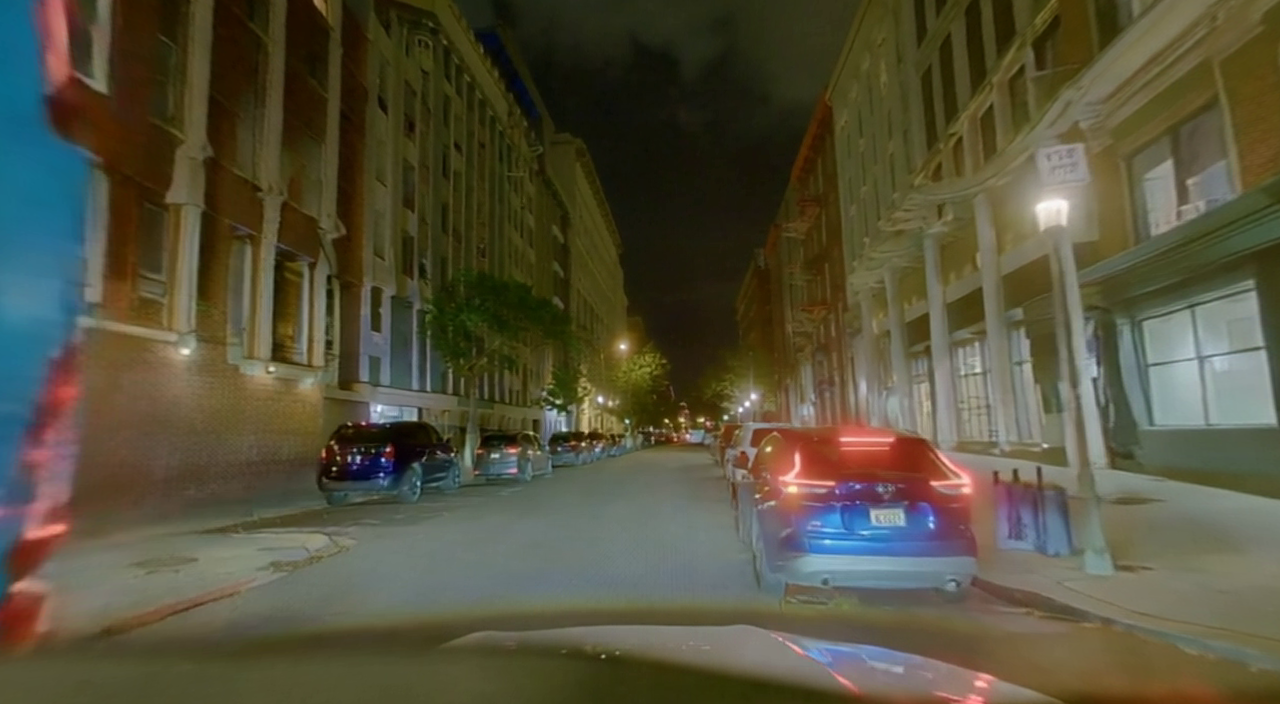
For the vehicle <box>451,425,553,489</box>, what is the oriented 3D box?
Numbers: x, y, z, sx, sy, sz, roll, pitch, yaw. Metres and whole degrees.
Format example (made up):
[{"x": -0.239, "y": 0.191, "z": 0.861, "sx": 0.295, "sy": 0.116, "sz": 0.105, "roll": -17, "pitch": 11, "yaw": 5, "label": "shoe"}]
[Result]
[{"x": -3.977, "y": 3.049, "z": 18.909, "sx": 1.867, "sy": 1.519, "sz": 3.920, "roll": 1, "pitch": -4, "yaw": 5, "label": "vehicle"}]

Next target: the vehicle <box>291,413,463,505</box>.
[{"x": -4.973, "y": 2.072, "z": 12.400, "sx": 1.875, "sy": 1.564, "sz": 2.982, "roll": -1, "pitch": -9, "yaw": 5, "label": "vehicle"}]

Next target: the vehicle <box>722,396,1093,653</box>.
[{"x": 1.864, "y": 1.325, "z": 6.107, "sx": 1.925, "sy": 1.481, "sz": 4.653, "roll": -1, "pitch": -8, "yaw": 5, "label": "vehicle"}]
